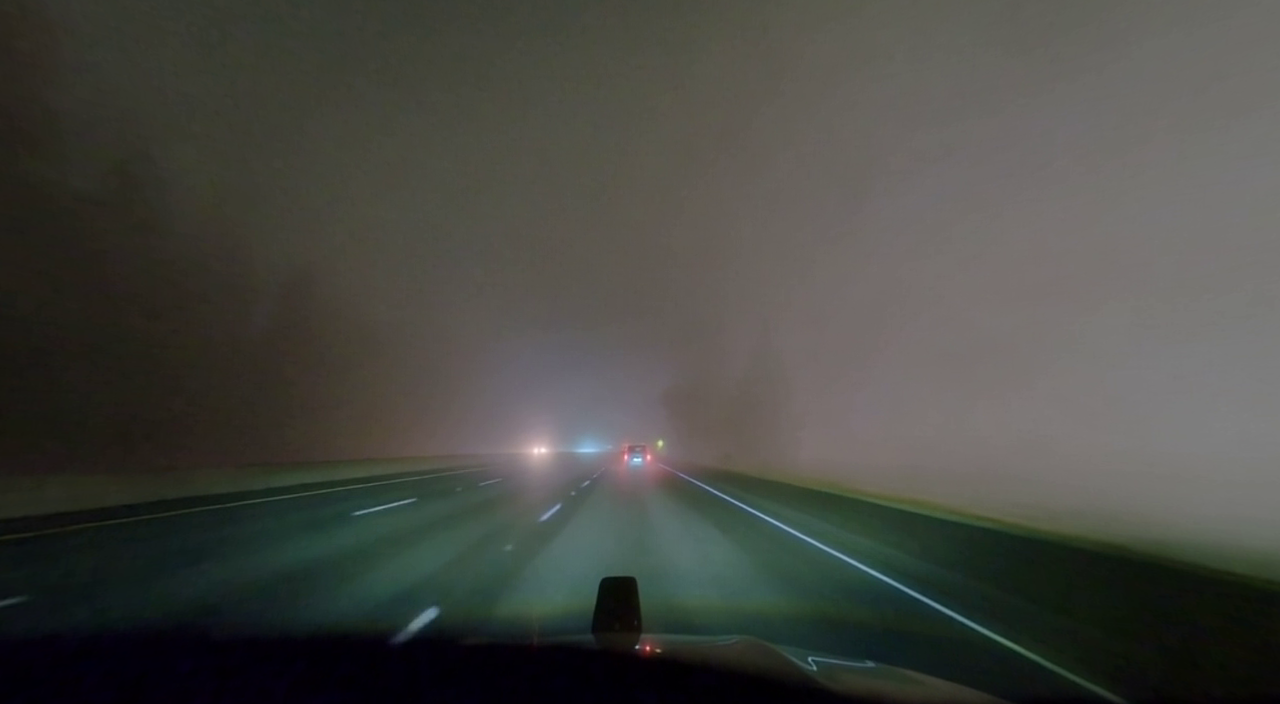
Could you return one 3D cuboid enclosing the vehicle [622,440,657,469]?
[{"bbox_3d":[-0.082,6.535,40.049,2.120,1.715,4.153,0,-9,-1],"label":"vehicle"}]
